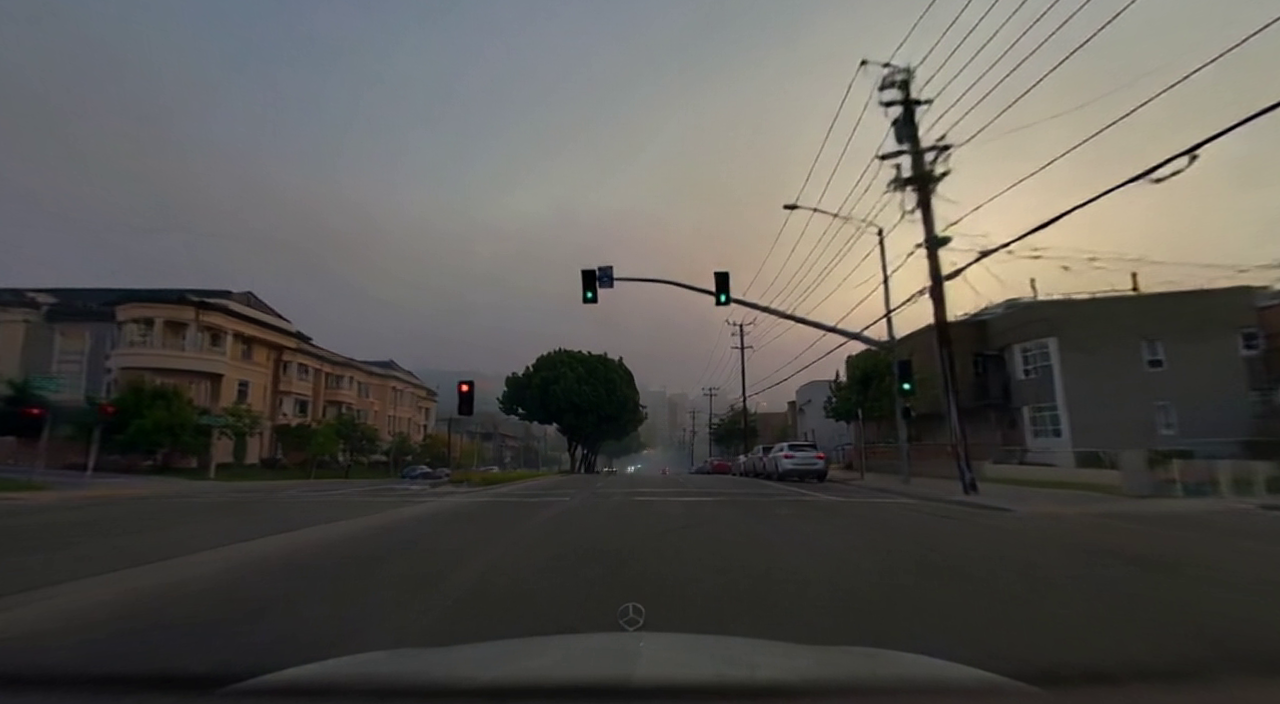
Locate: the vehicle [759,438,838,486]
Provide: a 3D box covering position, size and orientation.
[{"bbox_3d":[6.913,4.854,28.118,2.148,1.904,4.910,0,-9,-1],"label":"vehicle"}]
